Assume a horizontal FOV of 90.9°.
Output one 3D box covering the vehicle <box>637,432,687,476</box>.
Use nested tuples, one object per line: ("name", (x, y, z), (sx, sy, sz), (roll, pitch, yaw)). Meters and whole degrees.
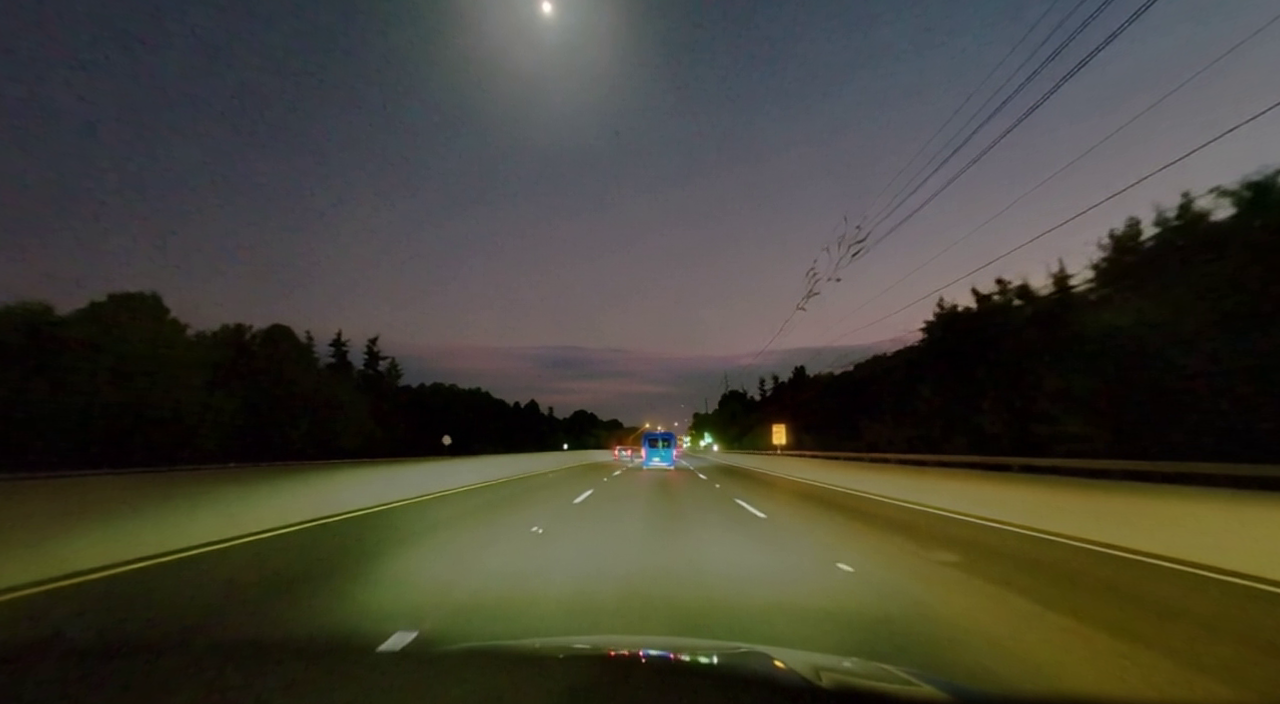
("vehicle", (1.087, 4.986, 31.023), (2.261, 1.969, 5.104), (0, -9, 2))
